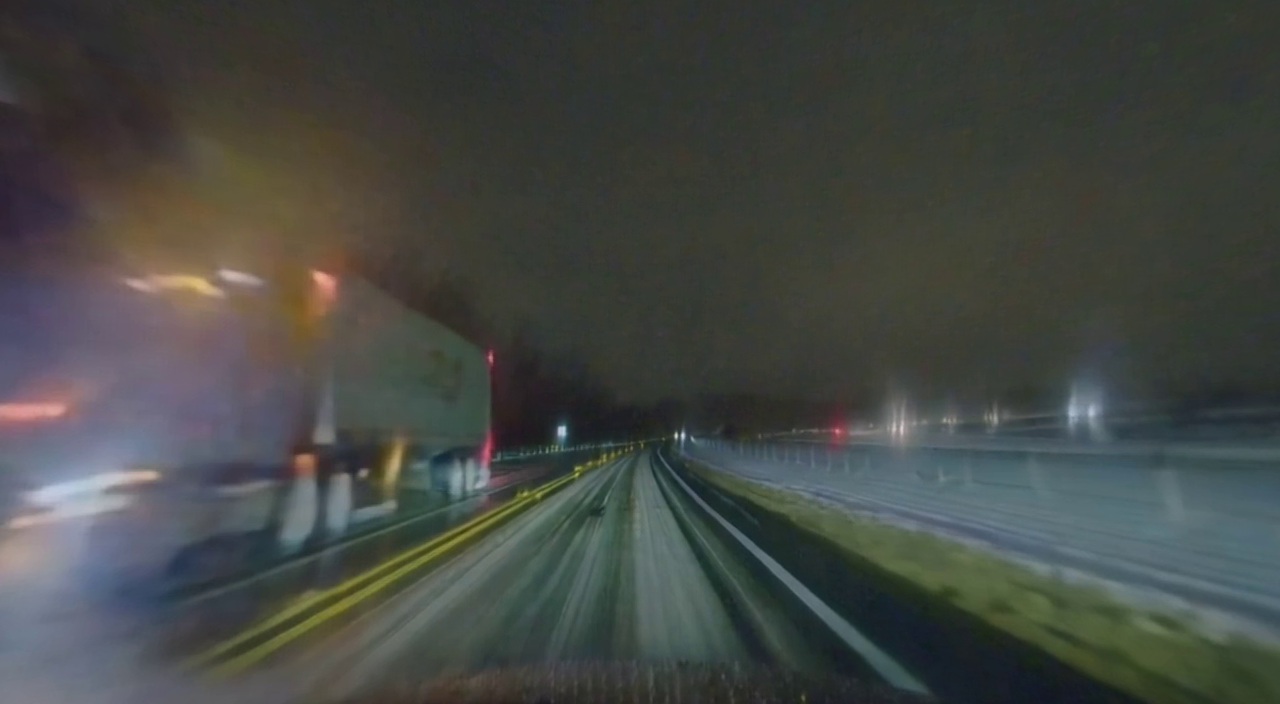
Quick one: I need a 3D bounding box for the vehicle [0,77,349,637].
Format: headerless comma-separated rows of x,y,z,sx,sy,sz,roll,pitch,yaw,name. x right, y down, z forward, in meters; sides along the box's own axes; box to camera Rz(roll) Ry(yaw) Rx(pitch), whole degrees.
-6.280,0.379,6.795,3.460,3.937,5.736,-1,-8,0,vehicle
